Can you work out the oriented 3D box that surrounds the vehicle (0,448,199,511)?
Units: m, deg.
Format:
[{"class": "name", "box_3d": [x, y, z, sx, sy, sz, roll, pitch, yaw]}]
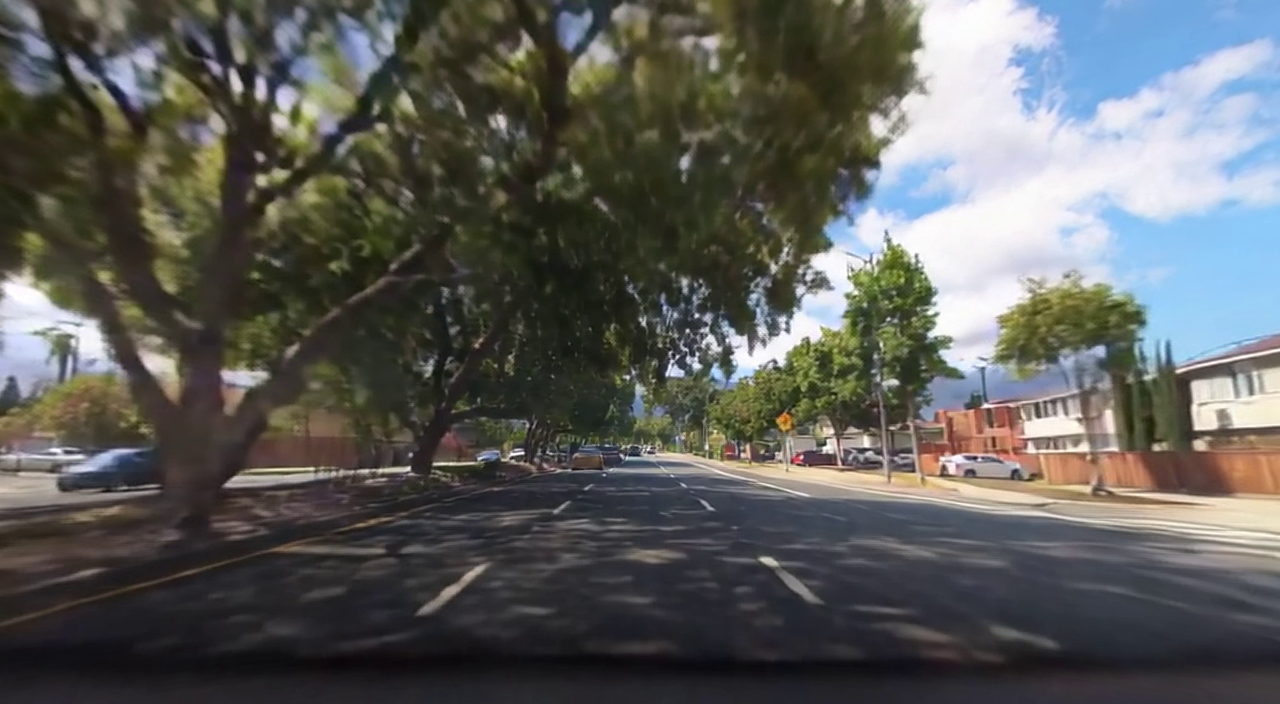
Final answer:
[{"class": "vehicle", "box_3d": [-14.798, 3.463, 17.646, 1.929, 1.506, 4.125, 0, -9, 0]}]

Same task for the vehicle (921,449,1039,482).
[{"class": "vehicle", "box_3d": [16.010, 5.338, 30.019, 1.826, 1.420, 4.533, 5, -10, -32]}]

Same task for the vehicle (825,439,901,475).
[{"class": "vehicle", "box_3d": [13.197, 6.257, 37.826, 2.047, 1.950, 5.112, 1, -9, -8]}]

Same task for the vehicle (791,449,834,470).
[{"class": "vehicle", "box_3d": [12.798, 8.019, 47.255, 1.916, 1.452, 4.651, 0, -9, 0]}]
